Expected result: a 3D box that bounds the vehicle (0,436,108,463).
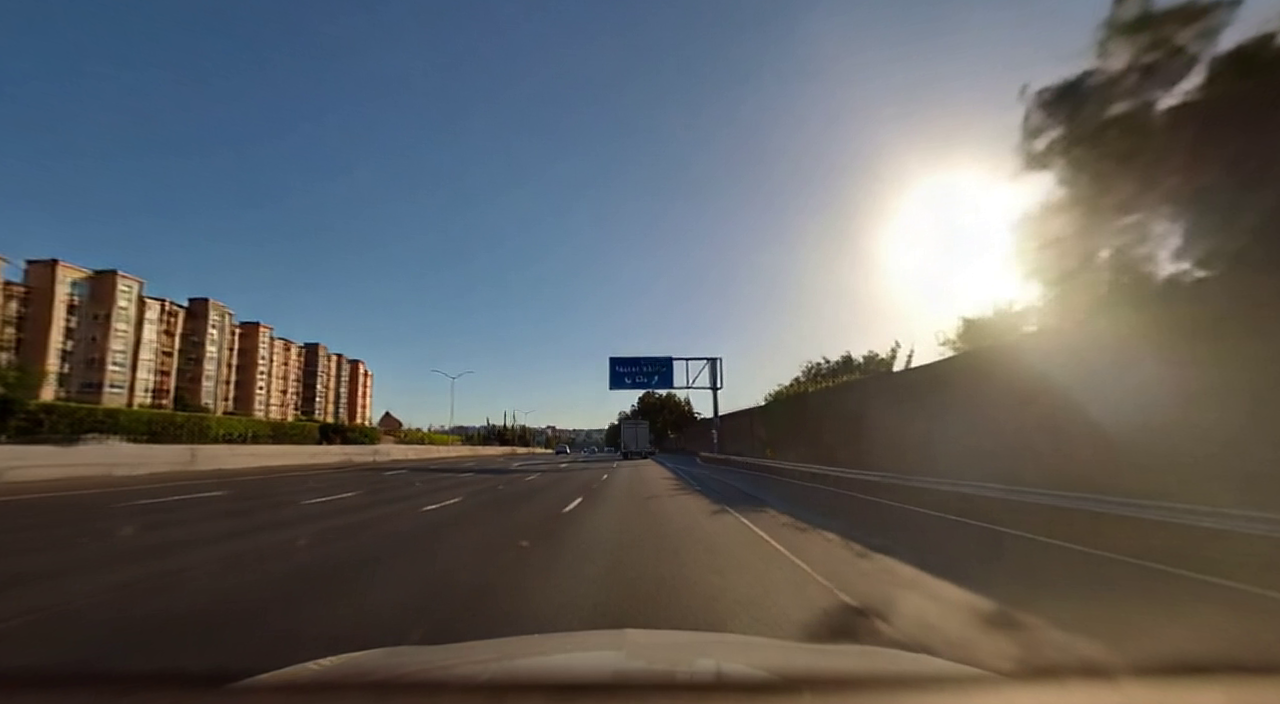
[{"bbox_3d":[-36.197,6.062,39.096,2.007,1.576,4.999,0,-9,0],"label":"vehicle"}]
